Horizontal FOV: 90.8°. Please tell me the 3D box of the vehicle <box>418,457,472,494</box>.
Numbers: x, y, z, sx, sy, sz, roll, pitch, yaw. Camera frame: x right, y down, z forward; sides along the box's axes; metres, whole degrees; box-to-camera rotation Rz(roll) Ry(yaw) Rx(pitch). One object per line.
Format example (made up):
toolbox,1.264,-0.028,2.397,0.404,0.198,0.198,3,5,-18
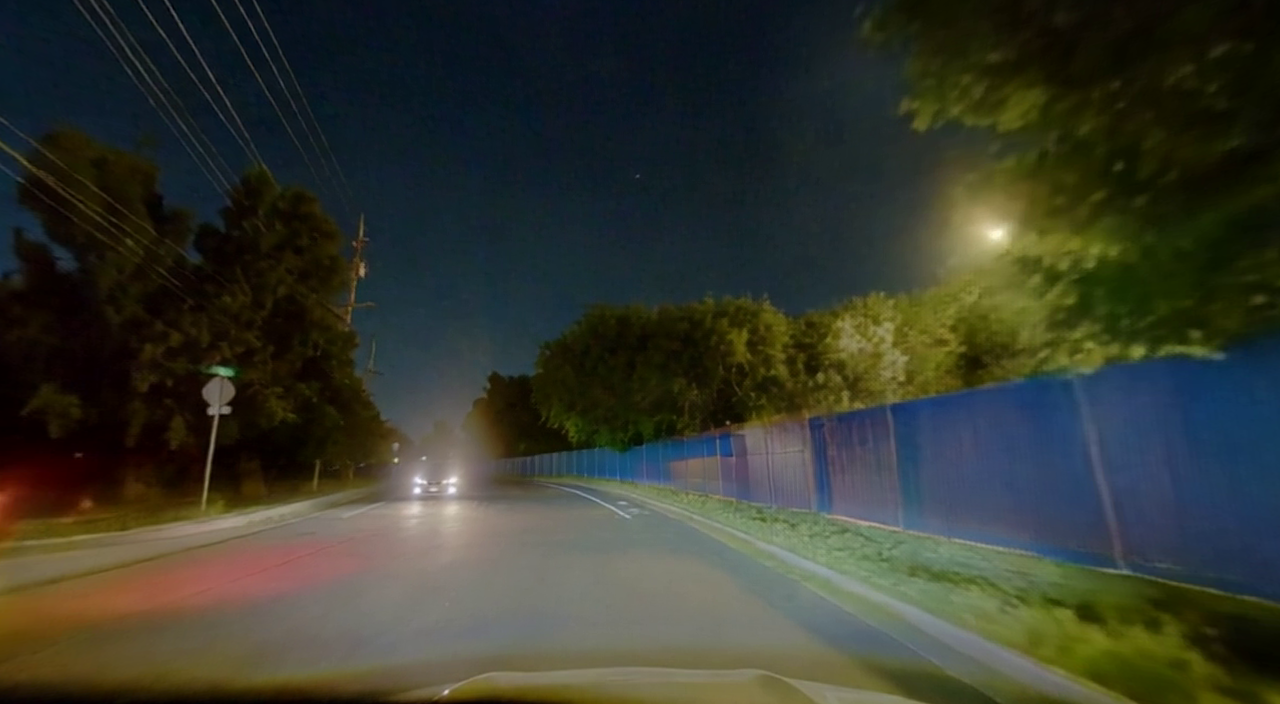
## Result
vehicle,-8.709,5.529,28.605,2.034,1.479,4.521,2,-9,-14
